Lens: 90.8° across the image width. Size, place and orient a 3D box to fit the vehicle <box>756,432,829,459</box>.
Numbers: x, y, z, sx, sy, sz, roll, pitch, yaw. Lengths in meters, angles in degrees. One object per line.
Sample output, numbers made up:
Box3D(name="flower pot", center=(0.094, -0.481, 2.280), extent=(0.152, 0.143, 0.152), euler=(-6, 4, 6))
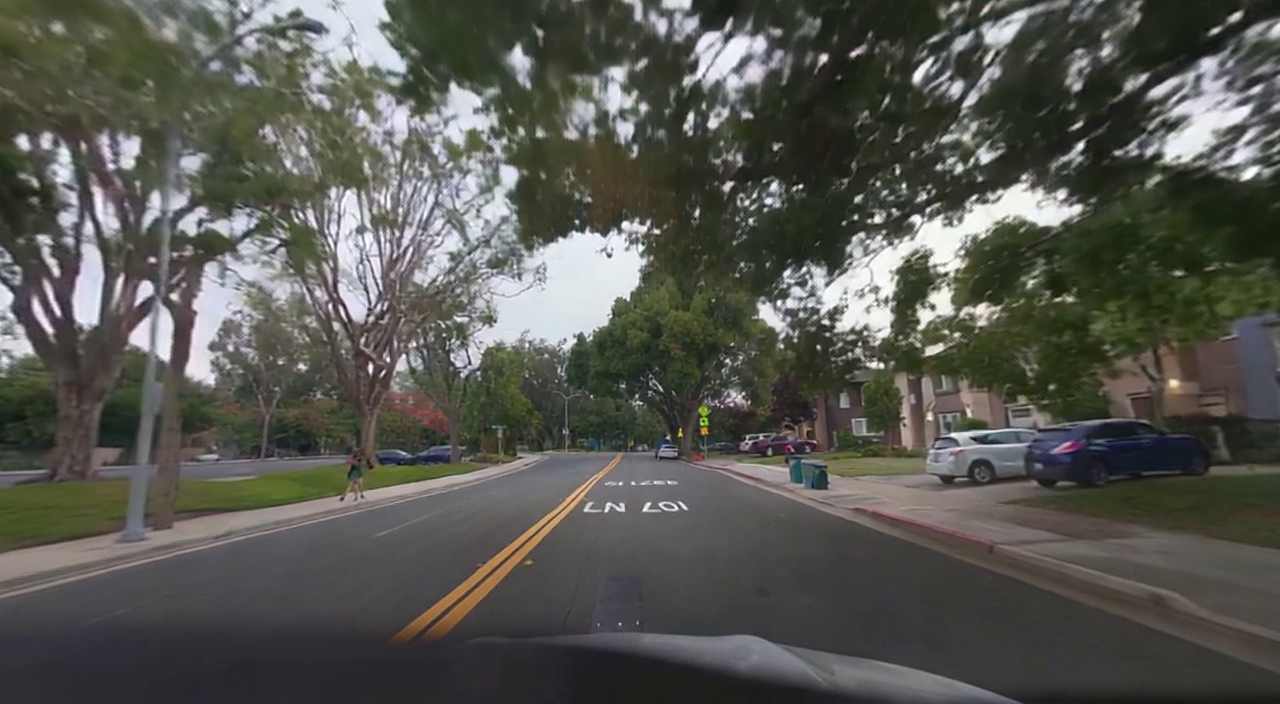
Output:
Box3D(name="vehicle", center=(11.078, 6.821, 45.997), extent=(4.750, 1.658, 1.902), euler=(-2, -10, 0))

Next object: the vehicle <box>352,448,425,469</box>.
Box3D(name="vehicle", center=(-19.181, 8.126, 48.312), extent=(4.691, 1.483, 1.955), euler=(8, -12, -44))

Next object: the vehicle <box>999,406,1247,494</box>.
Box3D(name="vehicle", center=(10.579, 2.159, 14.077), extent=(3.933, 1.645, 1.832), euler=(-2, -8, -2))

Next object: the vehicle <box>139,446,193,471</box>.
Box3D(name="vehicle", center=(-35.854, 8.093, 47.691), extent=(4.938, 1.720, 1.926), euler=(-9, -14, 39))
